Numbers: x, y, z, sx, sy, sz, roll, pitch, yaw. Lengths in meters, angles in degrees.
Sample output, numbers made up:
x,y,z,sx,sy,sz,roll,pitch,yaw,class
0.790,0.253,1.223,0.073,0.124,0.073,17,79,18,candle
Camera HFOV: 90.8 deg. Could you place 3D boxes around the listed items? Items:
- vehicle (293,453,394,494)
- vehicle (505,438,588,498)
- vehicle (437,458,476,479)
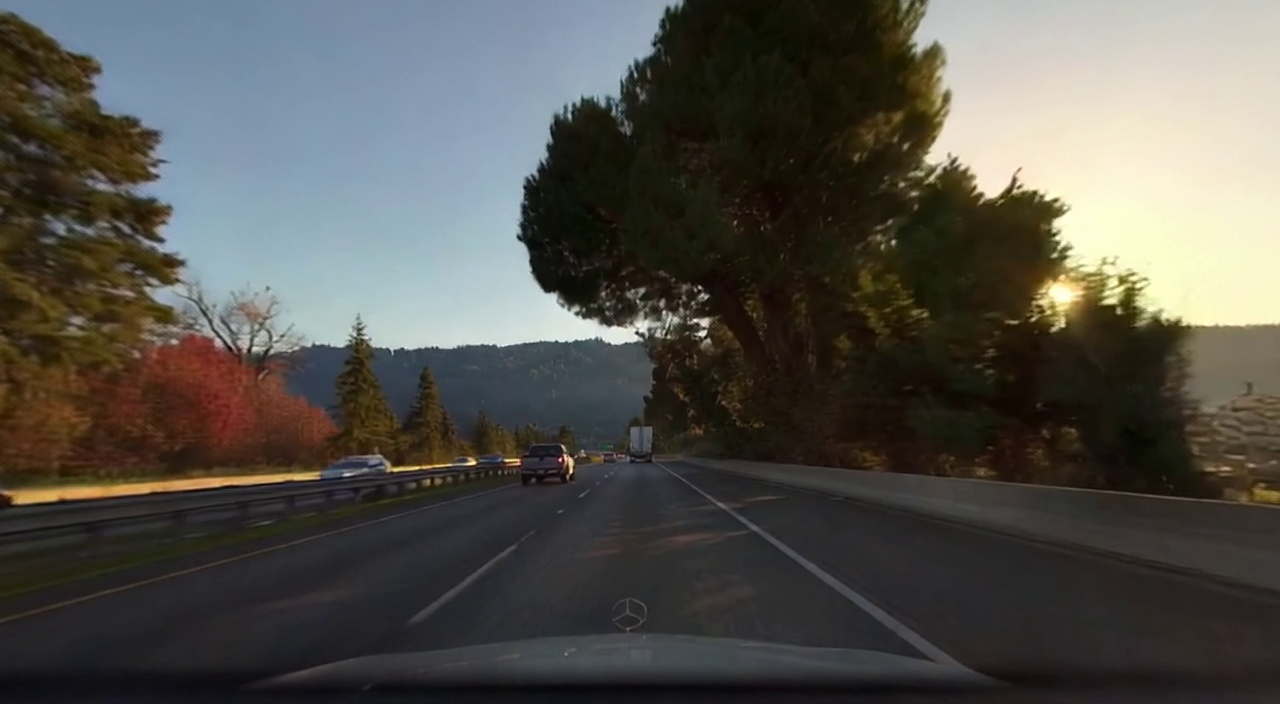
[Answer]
x,y,z,sx,sy,sz,roll,pitch,yaw,class
-12.425,5.103,26.854,1.974,1.568,4.690,0,-9,0,vehicle
-3.131,4.020,22.161,2.079,1.845,4.654,0,-9,2,vehicle
-14.148,9.010,48.941,1.831,1.456,4.444,0,-9,-2,vehicle
